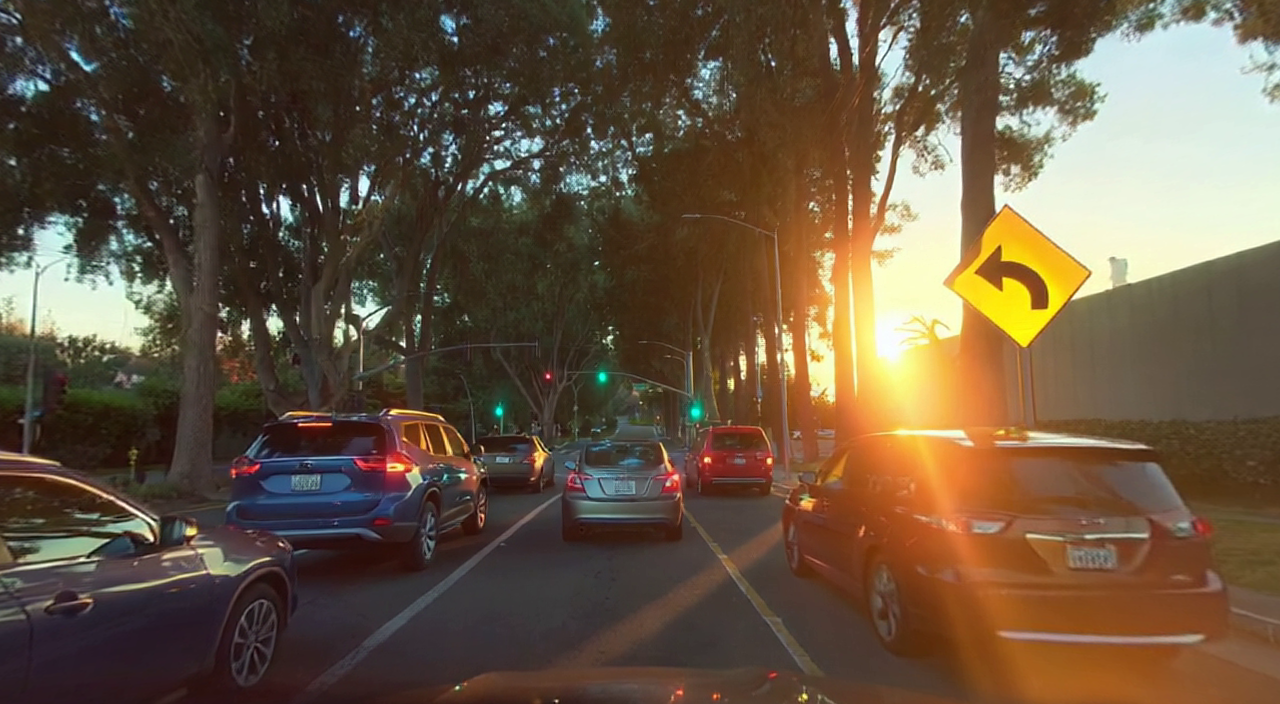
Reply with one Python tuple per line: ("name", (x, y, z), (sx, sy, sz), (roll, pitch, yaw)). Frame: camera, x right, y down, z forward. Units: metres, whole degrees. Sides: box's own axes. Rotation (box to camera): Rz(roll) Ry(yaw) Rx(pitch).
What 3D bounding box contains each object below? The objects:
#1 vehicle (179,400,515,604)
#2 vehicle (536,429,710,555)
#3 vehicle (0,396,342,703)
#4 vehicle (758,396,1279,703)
("vehicle", (-2.897, 1.576, 7.451), (1.964, 1.712, 4.097), (0, -8, 0))
("vehicle", (-0.252, 1.923, 9.324), (2.025, 1.453, 3.848), (0, -8, -2))
("vehicle", (-2.922, 0.839, 1.611), (1.974, 1.484, 4.716), (0, -8, 0))
("vehicle", (2.522, 1.302, 5.292), (2.116, 1.497, 4.652), (0, -8, -1))
